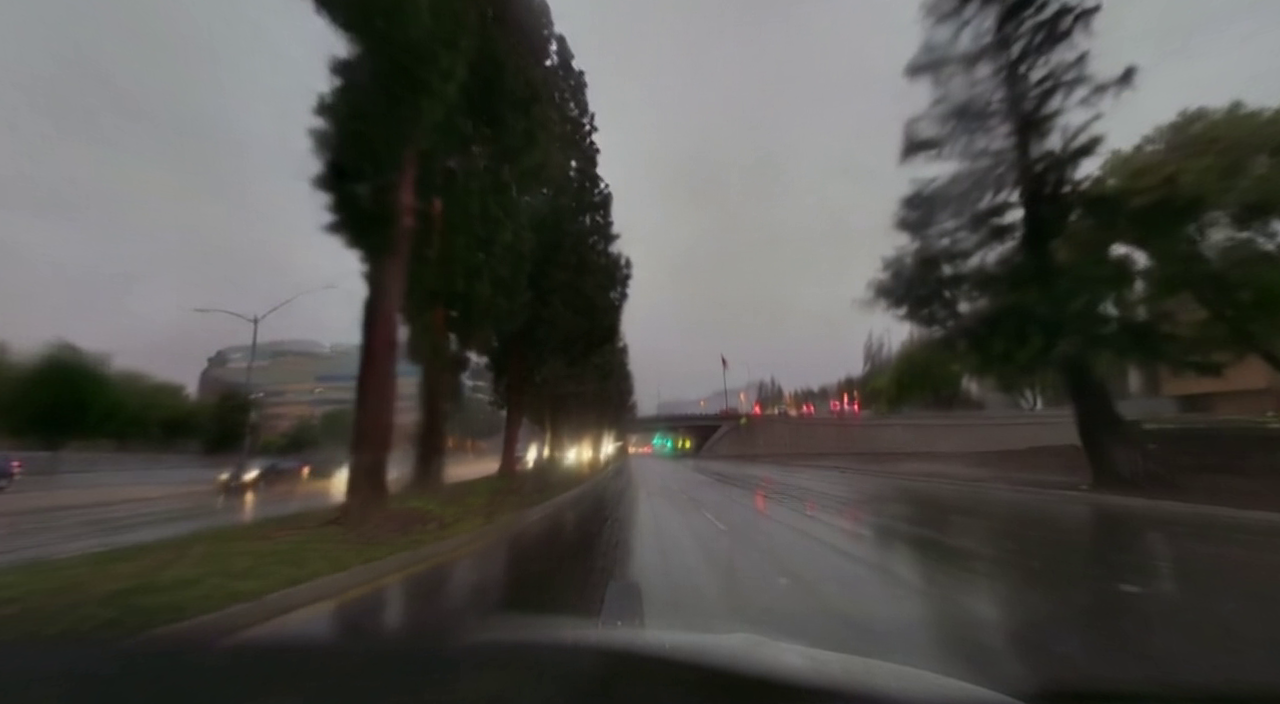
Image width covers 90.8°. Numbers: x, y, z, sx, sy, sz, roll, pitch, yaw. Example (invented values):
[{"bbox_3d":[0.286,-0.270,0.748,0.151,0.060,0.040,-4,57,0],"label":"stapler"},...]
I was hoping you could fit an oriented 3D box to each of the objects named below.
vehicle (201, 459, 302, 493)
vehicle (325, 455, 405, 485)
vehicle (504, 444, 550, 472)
[{"bbox_3d":[-19.057,6.074,31.289,2.001,1.468,4.746,0,-9,0],"label":"vehicle"},{"bbox_3d":[-15.157,6.510,35.214,2.167,1.506,4.924,0,-9,1],"label":"vehicle"},{"bbox_3d":[-8.480,7.954,47.809,2.312,1.970,5.878,0,-9,1],"label":"vehicle"}]
